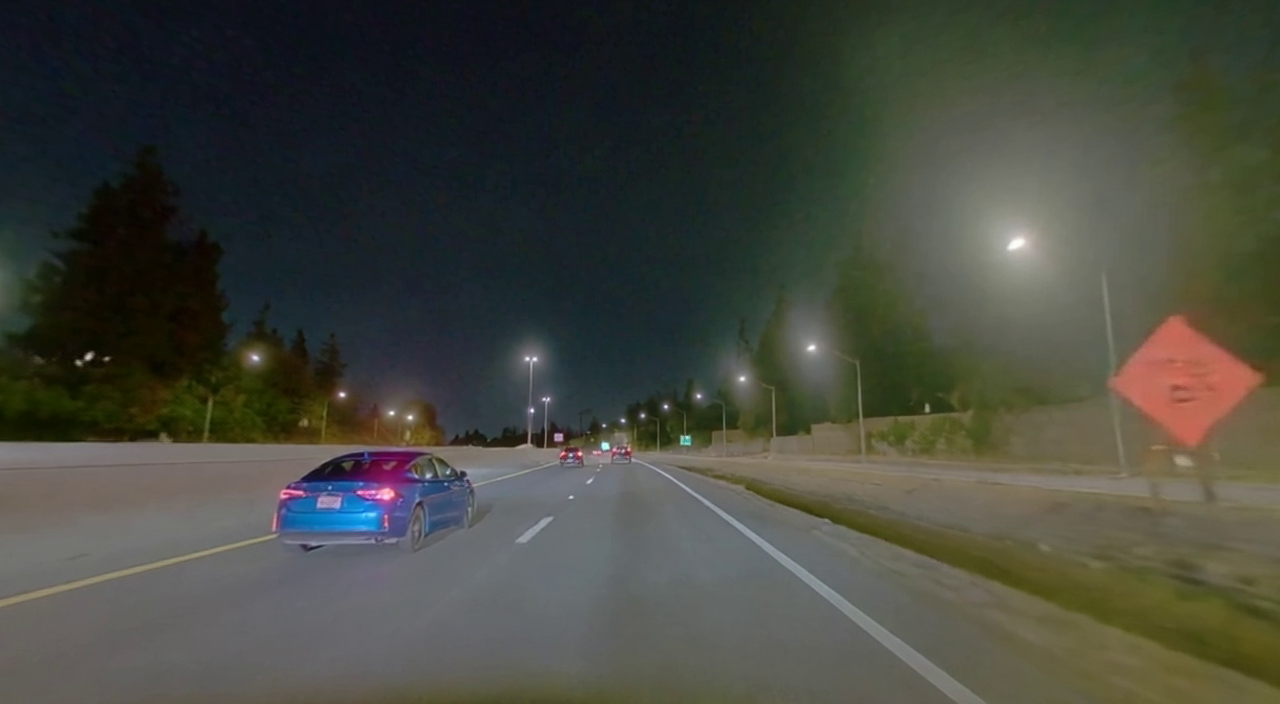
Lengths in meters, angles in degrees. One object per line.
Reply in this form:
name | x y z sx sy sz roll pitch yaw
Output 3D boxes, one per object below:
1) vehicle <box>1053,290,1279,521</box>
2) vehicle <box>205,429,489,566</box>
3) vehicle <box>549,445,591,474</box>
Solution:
vehicle | 10.666 1.140 12.846 2.203 4.166 2.914 0 -9 0
vehicle | -3.856 2.002 9.468 2.012 1.510 4.672 0 -9 0
vehicle | -3.739 5.846 34.429 1.965 1.459 4.145 1 -9 -2
